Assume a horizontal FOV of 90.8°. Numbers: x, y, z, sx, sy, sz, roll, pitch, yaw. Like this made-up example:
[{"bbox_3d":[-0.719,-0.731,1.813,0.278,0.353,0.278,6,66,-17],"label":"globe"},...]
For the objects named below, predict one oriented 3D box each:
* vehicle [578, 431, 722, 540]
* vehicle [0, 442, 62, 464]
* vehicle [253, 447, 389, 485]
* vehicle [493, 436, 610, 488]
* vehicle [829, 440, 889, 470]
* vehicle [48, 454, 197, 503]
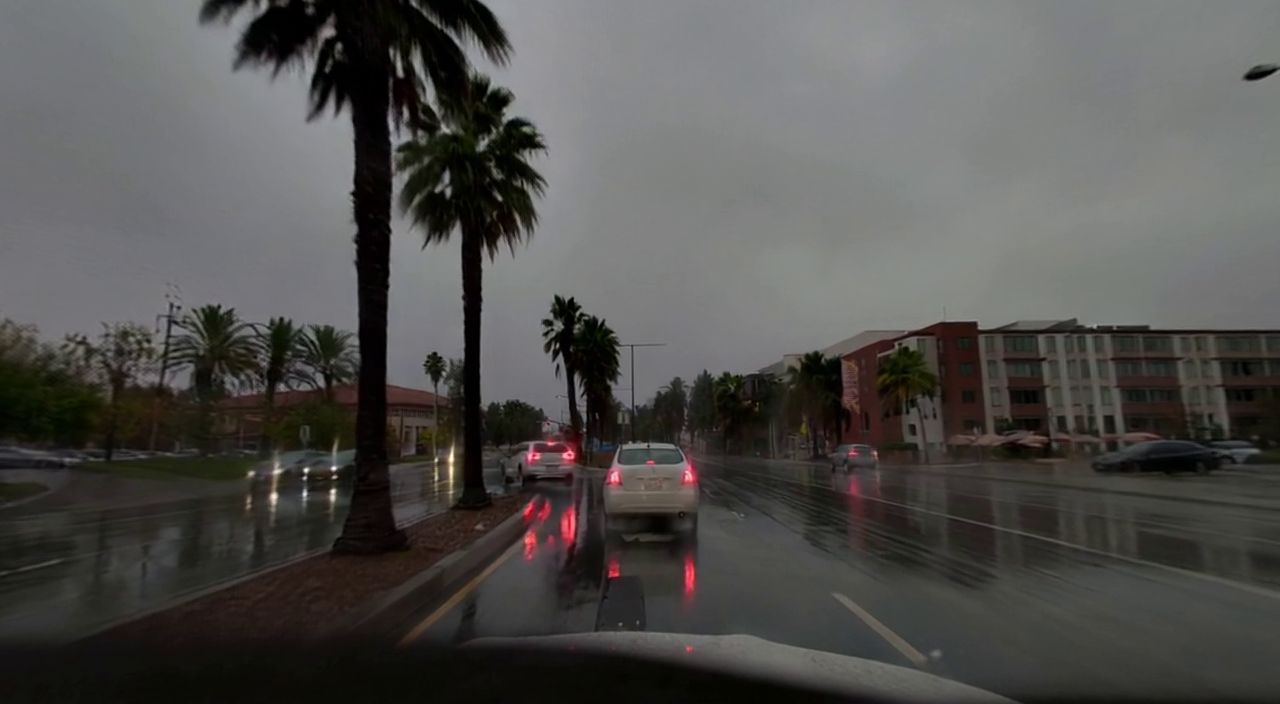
[{"bbox_3d":[0.070,2.171,10.947,1.986,1.473,4.382,0,-9,-2],"label":"vehicle"},{"bbox_3d":[-43.026,6.896,43.372,1.748,1.449,4.502,-4,-10,26],"label":"vehicle"},{"bbox_3d":[-13.157,4.699,26.188,4.585,1.479,2.088,-2,-9,10],"label":"vehicle"},{"bbox_3d":[-3.092,3.643,21.279,2.095,1.552,4.457,6,-10,-34],"label":"vehicle"},{"bbox_3d":[14.079,6.646,40.932,2.131,1.832,5.203,0,-9,1],"label":"vehicle"},{"bbox_3d":[-17.385,4.191,21.262,4.071,1.442,1.948,-3,-9,20],"label":"vehicle"}]
